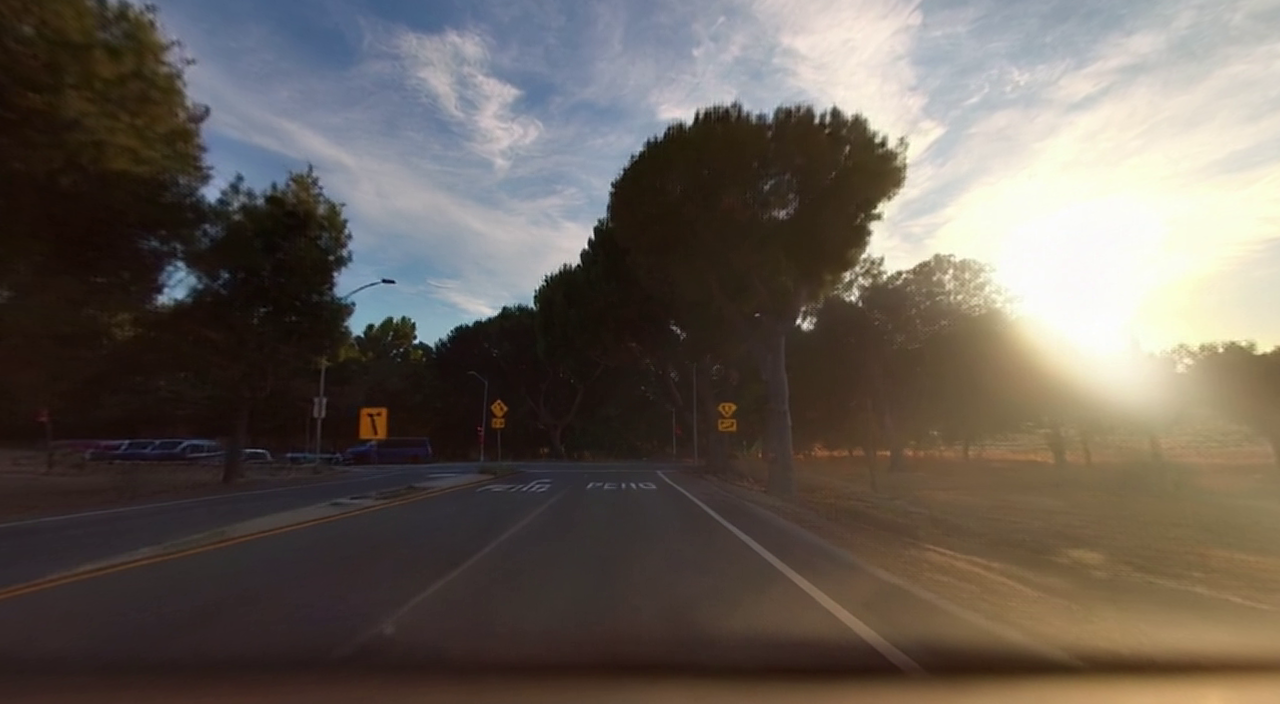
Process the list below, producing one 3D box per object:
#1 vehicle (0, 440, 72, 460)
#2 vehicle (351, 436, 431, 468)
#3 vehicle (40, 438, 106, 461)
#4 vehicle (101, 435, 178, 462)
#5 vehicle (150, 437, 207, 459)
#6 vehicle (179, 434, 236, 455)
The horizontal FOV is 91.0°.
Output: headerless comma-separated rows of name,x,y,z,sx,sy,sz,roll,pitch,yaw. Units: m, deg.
vehicle,-44.217,7.157,46.113,1.778,1.419,3.660,0,-8,0
vehicle,-16.271,6.506,41.169,4.529,1.976,2.002,5,-10,-30
vehicle,-41.771,7.184,46.459,1.705,1.596,3.596,0,-8,-5
vehicle,-36.778,7.089,46.417,1.951,1.843,4.498,0,-8,0
vehicle,-34.182,7.115,46.674,1.601,1.494,3.449,0,-8,0
vehicle,-31.607,6.753,46.087,1.561,1.438,3.699,-1,-9,0
